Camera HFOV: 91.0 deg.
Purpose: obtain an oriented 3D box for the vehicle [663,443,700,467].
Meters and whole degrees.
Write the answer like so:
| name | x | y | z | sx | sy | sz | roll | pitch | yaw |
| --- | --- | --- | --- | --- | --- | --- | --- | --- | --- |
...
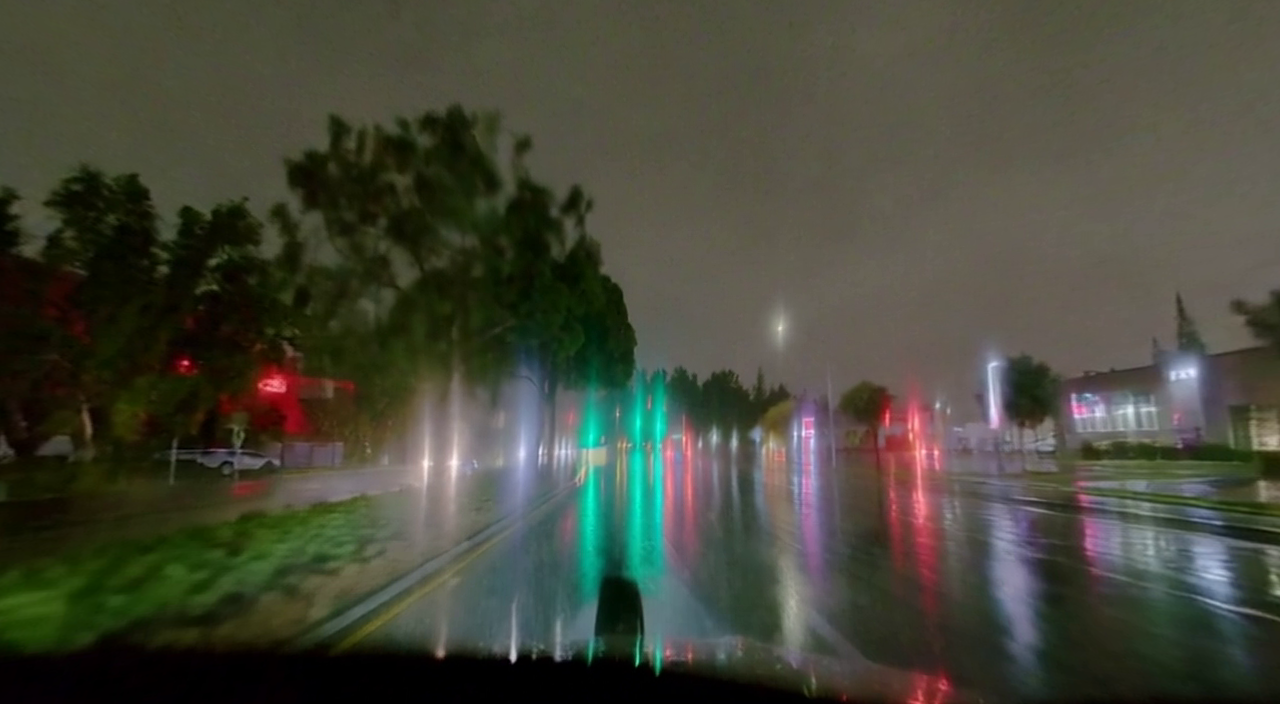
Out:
| name | x | y | z | sx | sy | sz | roll | pitch | yaw |
| --- | --- | --- | --- | --- | --- | --- | --- | --- | --- |
| vehicle | 2.702 | 6.895 | 42.262 | 2.015 | 1.479 | 4.444 | 0 | -8 | -2 |

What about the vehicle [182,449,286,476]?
| name | x | y | z | sx | sy | sz | roll | pitch | yaw |
| --- | --- | --- | --- | --- | --- | --- | --- | --- | --- |
| vehicle | -29.827 | 8.111 | 46.378 | 6.013 | 1.767 | 2.250 | 0 | -8 | -3 |

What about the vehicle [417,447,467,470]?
| name | x | y | z | sx | sy | sz | roll | pitch | yaw |
| --- | --- | --- | --- | --- | --- | --- | --- | --- | --- |
| vehicle | -13.482 | 7.266 | 43.153 | 1.902 | 1.481 | 4.518 | 0 | -8 | 0 |
